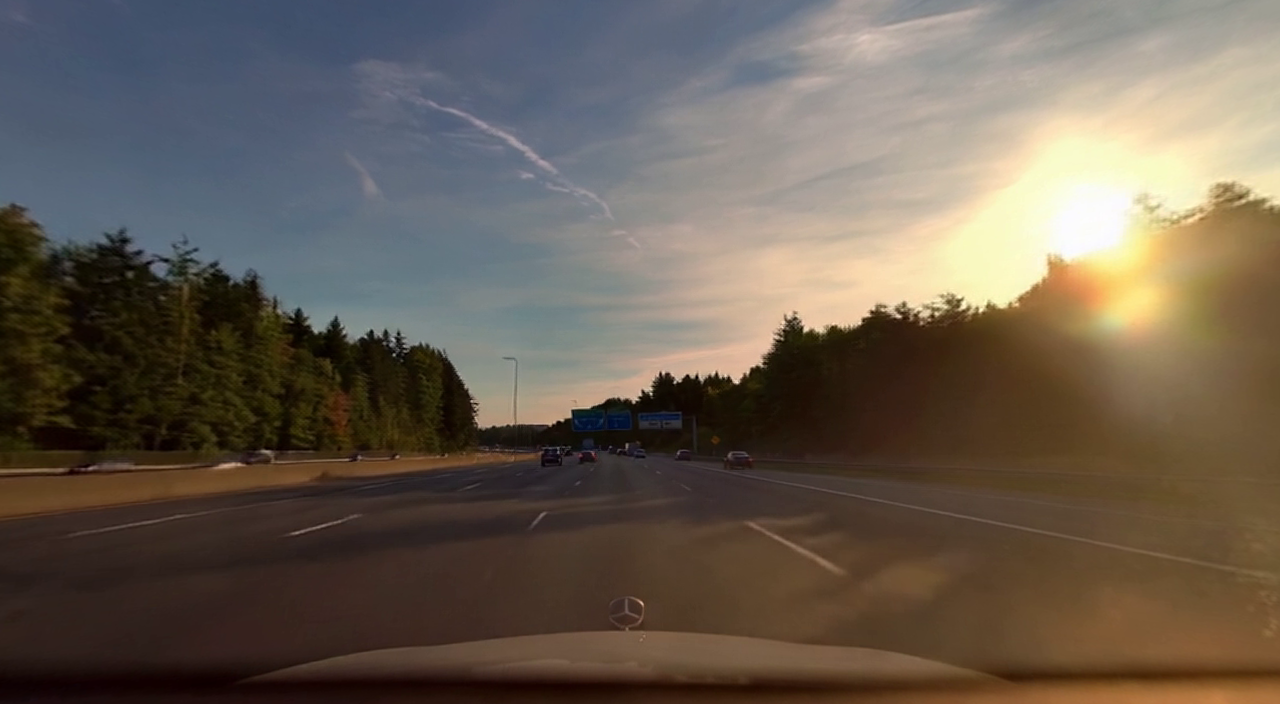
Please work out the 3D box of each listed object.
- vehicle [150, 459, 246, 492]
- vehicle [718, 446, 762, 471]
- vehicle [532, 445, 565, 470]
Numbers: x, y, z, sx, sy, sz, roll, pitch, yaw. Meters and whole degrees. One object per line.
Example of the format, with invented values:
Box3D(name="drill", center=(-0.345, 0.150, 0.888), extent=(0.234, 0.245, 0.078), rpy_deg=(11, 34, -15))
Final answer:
Box3D(name="vehicle", center=(-22.530, 6.294, 32.365), extent=(1.859, 1.480, 4.401), rpy_deg=(0, -9, -3))
Box3D(name="vehicle", center=(6.685, 7.180, 42.544), extent=(1.989, 1.591, 4.348), rpy_deg=(0, -9, -3))
Box3D(name="vehicle", center=(-7.099, 8.202, 49.082), extent=(2.167, 1.847, 4.097), rpy_deg=(0, -9, -3))
